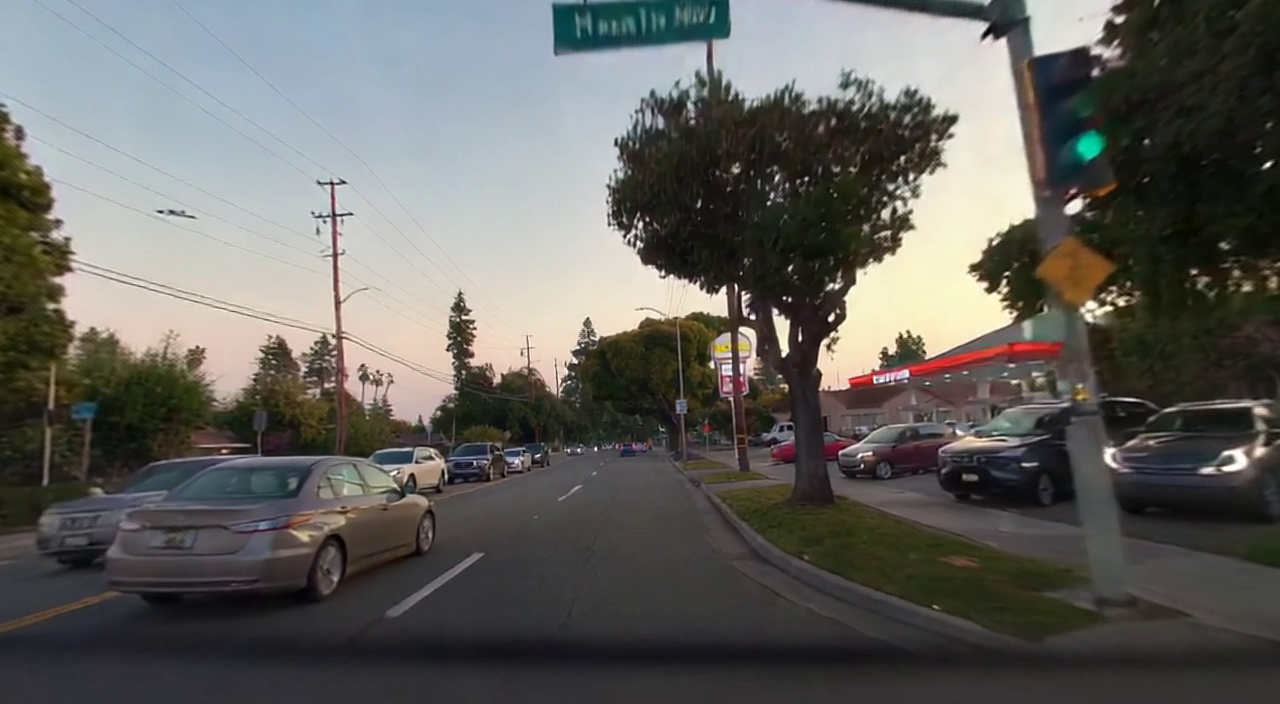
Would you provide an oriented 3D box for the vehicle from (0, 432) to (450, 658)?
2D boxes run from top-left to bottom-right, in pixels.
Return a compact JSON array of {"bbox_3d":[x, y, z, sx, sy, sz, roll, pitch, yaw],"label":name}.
[{"bbox_3d":[-3.588,1.600,6.413,1.943,1.455,4.414,0,-9,0],"label":"vehicle"}]

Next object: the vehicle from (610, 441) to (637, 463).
[{"bbox_3d":[-1.139,7.228,45.677,1.909,1.482,4.390,0,-9,0],"label":"vehicle"}]

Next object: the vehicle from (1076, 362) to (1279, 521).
[{"bbox_3d":[8.594,1.310,9.243,3.353,1.885,2.229,4,-10,-29],"label":"vehicle"}]

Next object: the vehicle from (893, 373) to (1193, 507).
[{"bbox_3d":[7.875,1.713,12.289,5.441,2.056,2.552,5,-10,-30],"label":"vehicle"}]

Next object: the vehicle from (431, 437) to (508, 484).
[{"bbox_3d":[-6.961,4.495,26.415,1.877,1.742,4.919,0,-9,0],"label":"vehicle"}]
